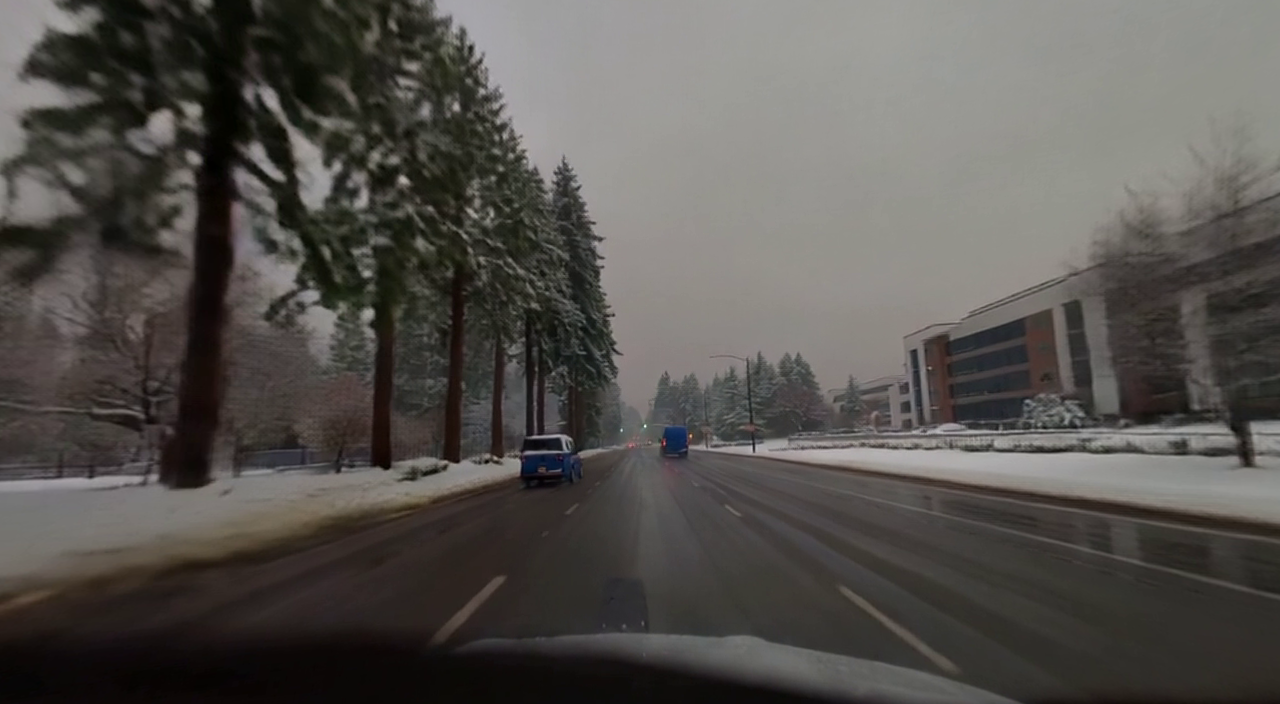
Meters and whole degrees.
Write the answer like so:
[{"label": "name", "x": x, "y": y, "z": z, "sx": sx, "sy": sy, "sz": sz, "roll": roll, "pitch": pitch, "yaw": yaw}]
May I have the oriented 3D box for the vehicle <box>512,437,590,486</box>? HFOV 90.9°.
[{"label": "vehicle", "x": -3.131, "y": 3.970, "z": 23.204, "sx": 2.129, "sy": 1.602, "sz": 4.532, "roll": 0, "pitch": -8, "yaw": 1}]
